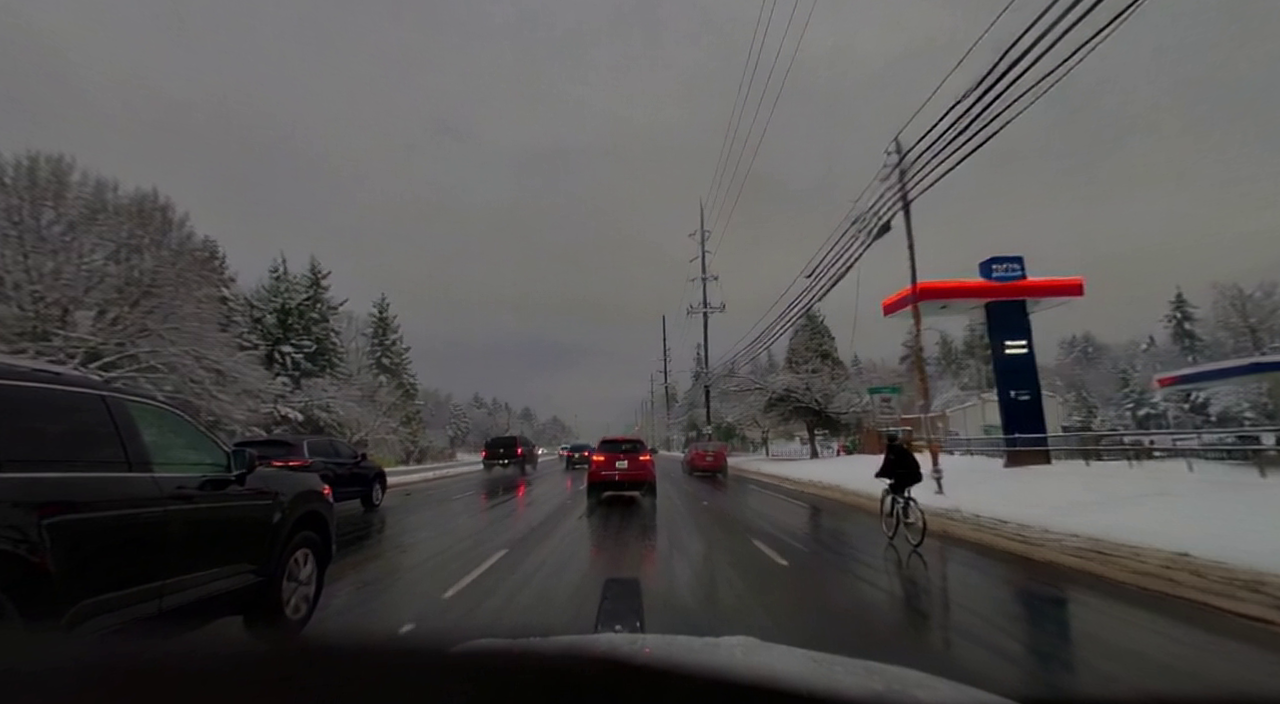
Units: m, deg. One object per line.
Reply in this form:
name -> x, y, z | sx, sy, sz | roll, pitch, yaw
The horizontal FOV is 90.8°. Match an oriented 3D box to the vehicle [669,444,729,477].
vehicle -> 2.501, 4.753, 27.929 | 2.065, 1.302, 4.416 | 0, -8, -2

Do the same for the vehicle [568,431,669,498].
vehicle -> -0.470, 2.765, 15.848 | 2.189, 1.437, 4.135 | 0, -9, 0

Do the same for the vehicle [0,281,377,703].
vehicle -> -3.058, 0.687, 2.662 | 1.922, 1.642, 4.547 | 0, -9, 0

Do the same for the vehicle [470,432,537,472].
vehicle -> -7.009, 5.206, 33.148 | 2.385, 1.918, 5.056 | 0, -9, 0
